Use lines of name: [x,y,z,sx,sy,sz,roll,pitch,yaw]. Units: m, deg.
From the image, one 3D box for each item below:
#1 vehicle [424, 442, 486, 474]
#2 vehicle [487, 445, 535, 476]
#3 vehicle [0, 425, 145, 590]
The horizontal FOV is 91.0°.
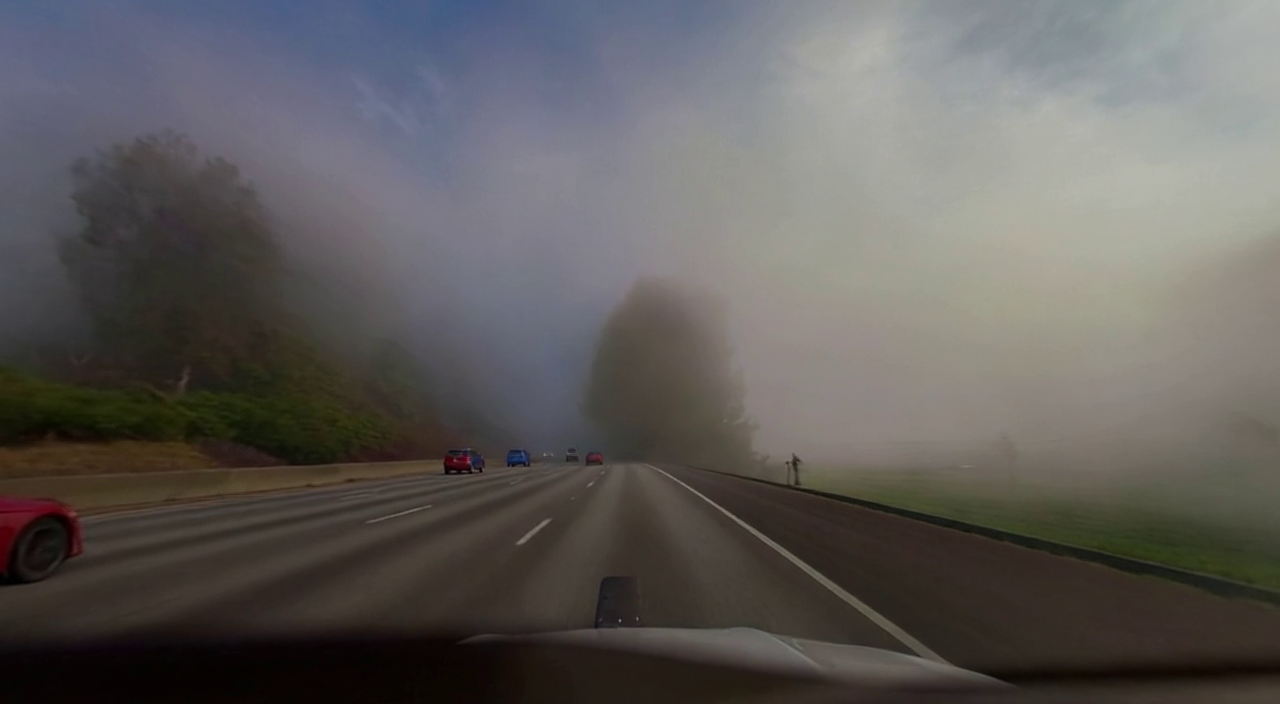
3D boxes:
vehicle: [-11.837,6.804,40.707,2.425,1.926,5.584,0,-9,-2]
vehicle: [-7.609,6.444,37.653,2.060,1.680,4.255,0,-9,-2]
vehicle: [-7.290,1.406,5.423,2.133,1.586,4.869,0,-9,-1]
